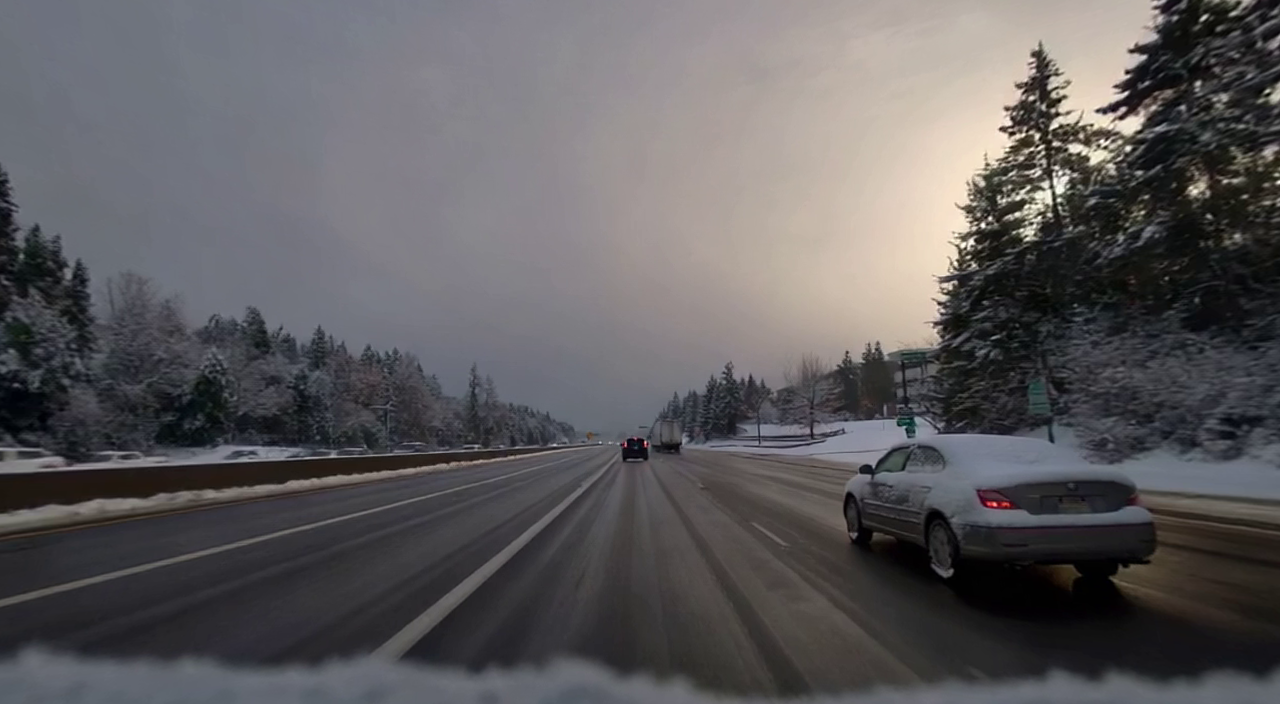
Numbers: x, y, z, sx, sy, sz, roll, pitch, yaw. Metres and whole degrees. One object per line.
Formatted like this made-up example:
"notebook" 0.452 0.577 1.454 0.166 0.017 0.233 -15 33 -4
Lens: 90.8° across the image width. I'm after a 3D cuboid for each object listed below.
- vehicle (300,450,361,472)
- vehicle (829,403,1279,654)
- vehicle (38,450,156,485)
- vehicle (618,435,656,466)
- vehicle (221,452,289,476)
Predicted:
"vehicle" -22.187 7.825 45.508 1.986 1.484 4.683 0 -8 0
"vehicle" 3.589 1.451 6.299 1.950 1.596 4.326 0 -8 -1
"vehicle" -29.648 6.291 34.786 1.918 1.727 5.141 0 -8 0
"vehicle" -0.228 6.385 41.046 2.297 1.912 4.355 0 -8 -1
"vehicle" -25.299 7.330 41.697 1.818 1.454 4.326 0 -8 -1
